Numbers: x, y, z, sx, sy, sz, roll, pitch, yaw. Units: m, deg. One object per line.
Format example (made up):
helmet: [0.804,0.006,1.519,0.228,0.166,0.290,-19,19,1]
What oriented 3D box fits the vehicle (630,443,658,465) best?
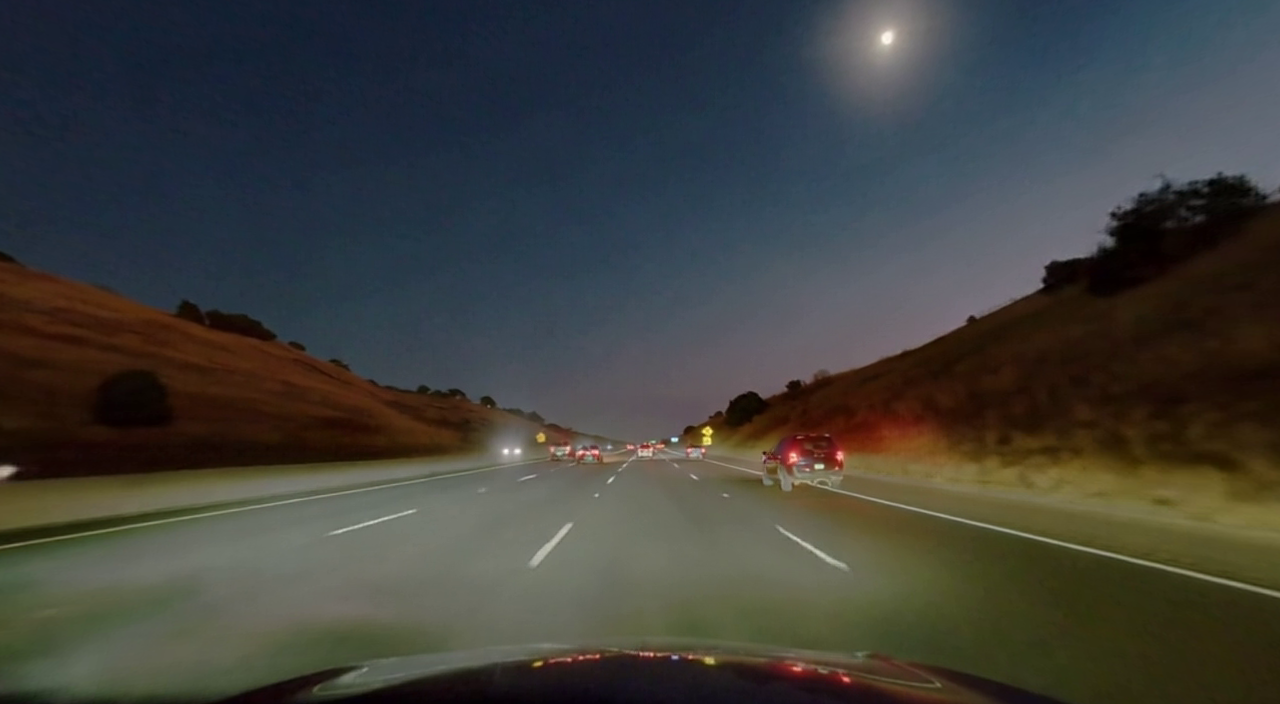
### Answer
vehicle: [0.275,7.683,47.531,2.031,1.566,3.904,0,-8,0]

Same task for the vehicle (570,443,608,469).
vehicle: [-3.311,6.798,41.455,2.091,1.552,4.516,0,-8,0]

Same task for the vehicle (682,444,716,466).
vehicle: [4.362,7.699,47.281,2.027,1.525,4.348,0,-8,-1]
